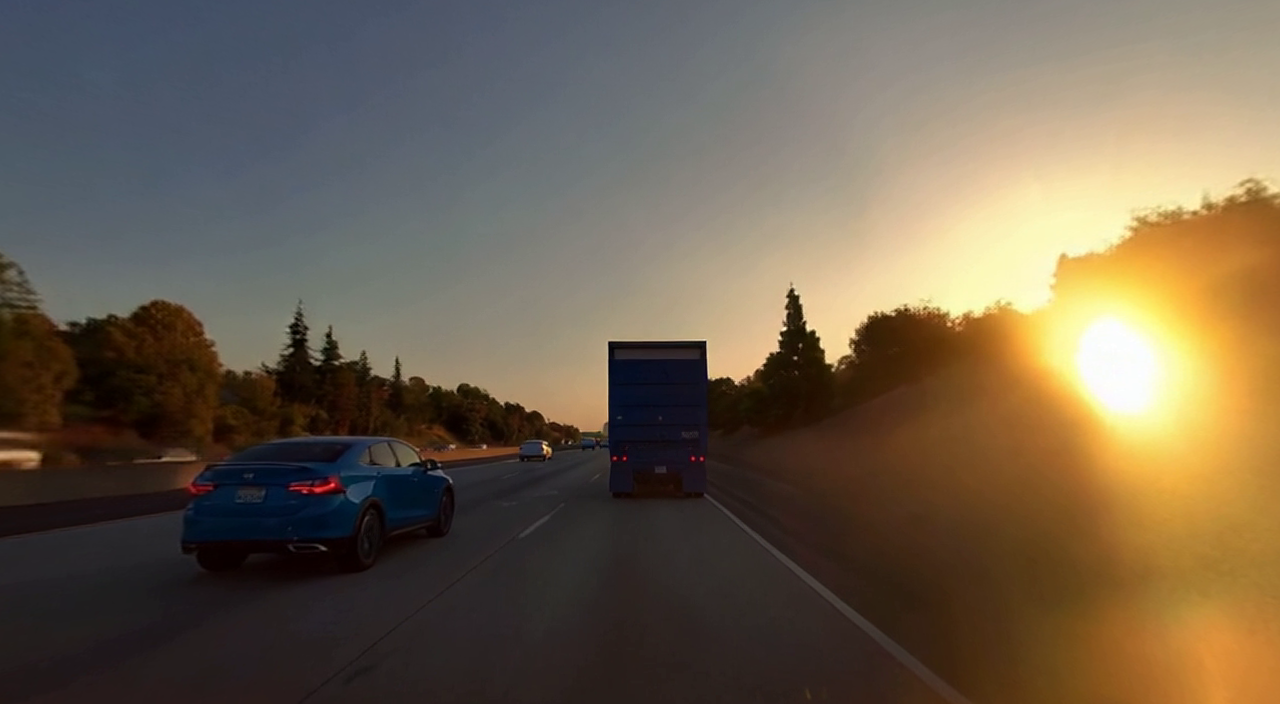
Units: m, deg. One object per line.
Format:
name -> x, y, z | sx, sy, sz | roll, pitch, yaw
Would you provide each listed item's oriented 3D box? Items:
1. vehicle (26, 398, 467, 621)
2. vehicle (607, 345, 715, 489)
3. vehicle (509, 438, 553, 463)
vehicle -> -3.566, 1.507, 6.959 | 2.077, 1.671, 4.249 | 0, -8, 0
vehicle -> 0.573, 2.500, 22.243 | 2.870, 3.841, 10.653 | 0, -8, 0
vehicle -> -6.750, 6.188, 39.585 | 1.882, 1.451, 4.416 | 0, -8, 1
